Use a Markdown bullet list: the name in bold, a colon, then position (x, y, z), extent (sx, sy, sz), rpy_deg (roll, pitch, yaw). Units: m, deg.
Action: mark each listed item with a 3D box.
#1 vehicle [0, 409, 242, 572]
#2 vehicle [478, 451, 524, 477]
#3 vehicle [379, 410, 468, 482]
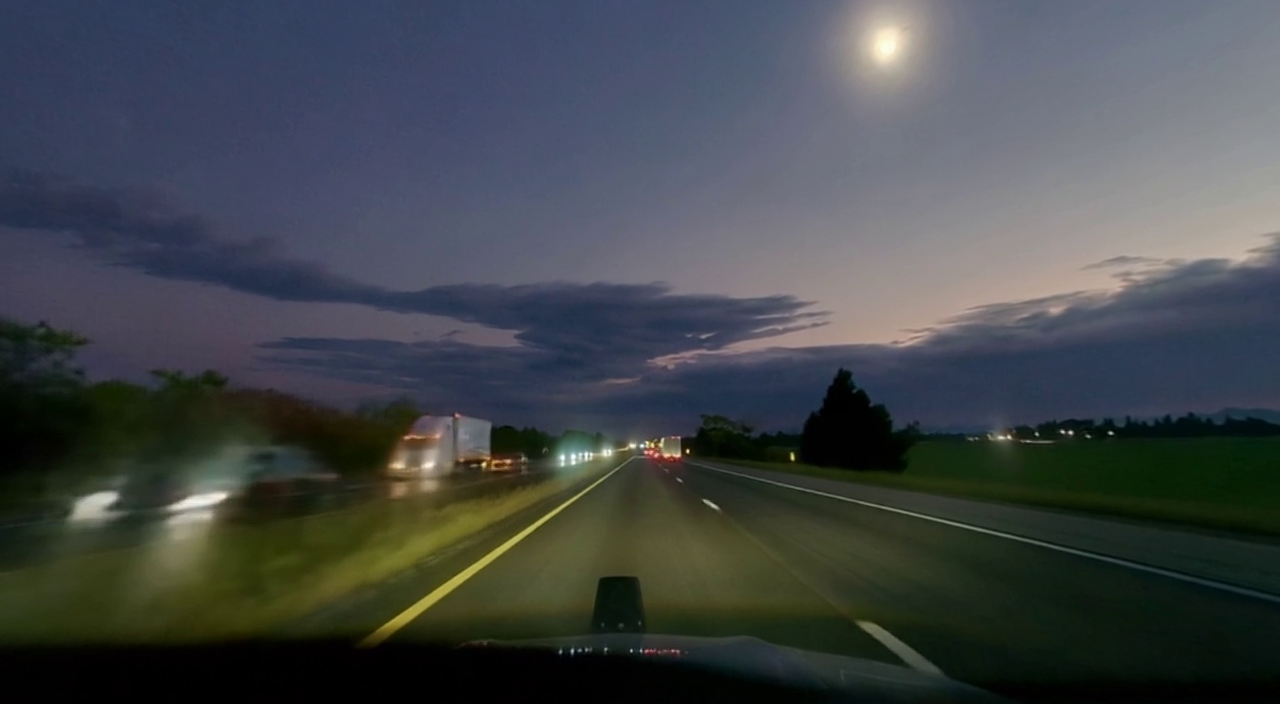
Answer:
- **vehicle**: position (-8.592, 1.917, 9.250), extent (2.135, 1.906, 5.000), rpy_deg (0, -9, 1)
- **vehicle**: position (-8.627, 6.959, 39.393), extent (1.963, 1.511, 3.901), rpy_deg (0, -9, 0)
- **vehicle**: position (-12.840, 5.677, 38.032), extent (3.047, 3.925, 6.286), rpy_deg (0, -9, 0)
